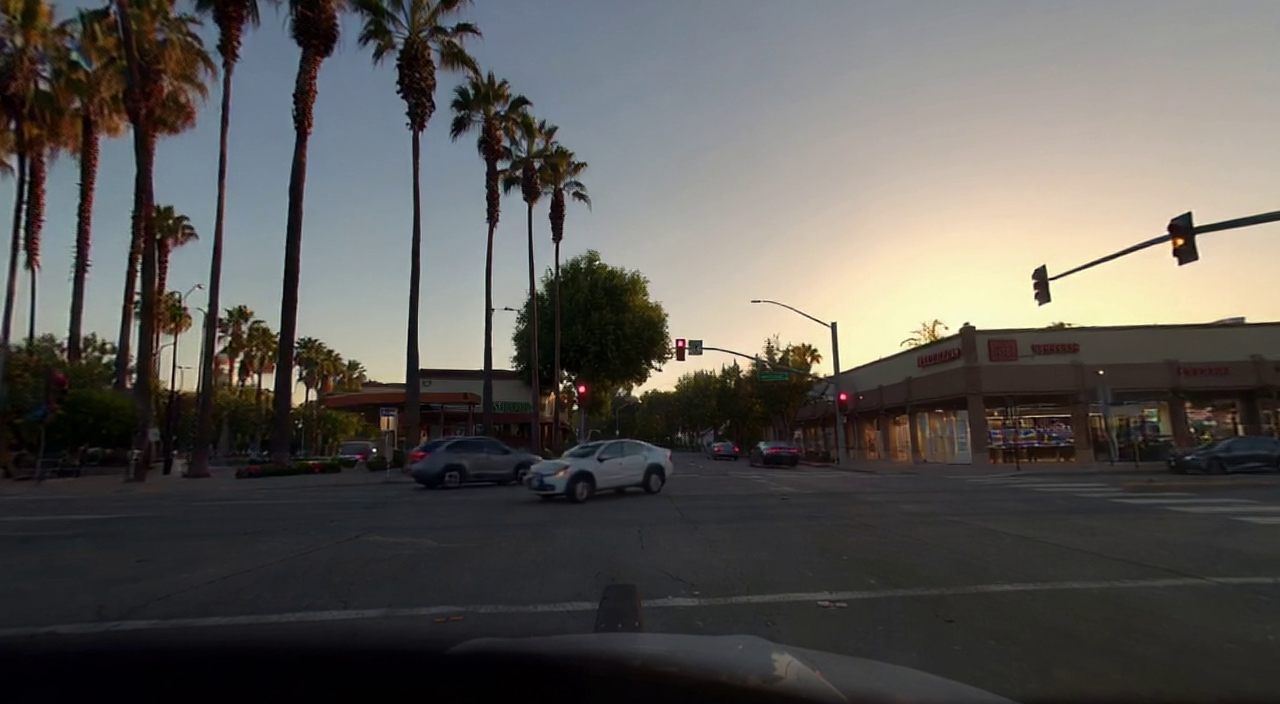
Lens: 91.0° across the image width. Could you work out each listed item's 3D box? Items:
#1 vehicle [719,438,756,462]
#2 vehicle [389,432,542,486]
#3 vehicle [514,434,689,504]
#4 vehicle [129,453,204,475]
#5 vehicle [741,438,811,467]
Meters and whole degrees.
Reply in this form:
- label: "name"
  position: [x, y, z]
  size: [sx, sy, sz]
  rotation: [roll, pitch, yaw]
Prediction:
- label: "vehicle"
  position: [7.140, 7.235, 46.612]
  size: [1.867, 1.653, 4.596]
  rotation: [0, -9, -2]
- label: "vehicle"
  position: [-5.903, 3.629, 21.611]
  size: [4.603, 1.653, 1.999]
  rotation: [6, -11, -37]
- label: "vehicle"
  position: [-0.895, 2.861, 15.833]
  size: [4.035, 1.512, 1.828]
  rotation: [7, -11, -38]
- label: "vehicle"
  position: [-37.204, 8.802, 49.607]
  size: [2.160, 1.565, 4.868]
  rotation: [0, -8, -1]
- label: "vehicle"
  position: [7.639, 5.700, 35.800]
  size: [1.890, 1.572, 3.826]
  rotation: [4, -9, -26]
